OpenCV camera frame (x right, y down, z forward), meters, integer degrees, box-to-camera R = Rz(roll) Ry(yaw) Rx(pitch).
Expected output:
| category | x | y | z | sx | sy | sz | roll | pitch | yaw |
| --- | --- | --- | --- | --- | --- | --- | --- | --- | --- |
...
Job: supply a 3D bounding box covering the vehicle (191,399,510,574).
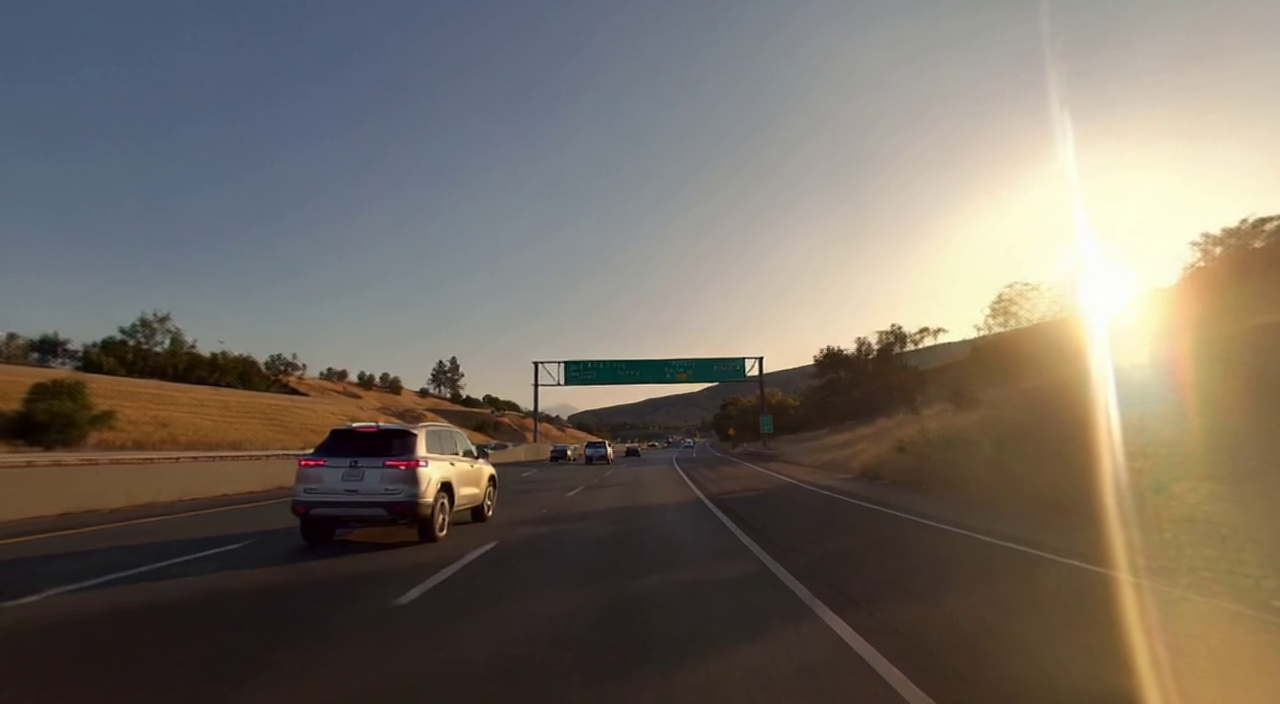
| category | x | y | z | sx | sy | sz | roll | pitch | yaw |
| --- | --- | --- | --- | --- | --- | --- | --- | --- | --- |
| vehicle | -3.590 | 1.795 | 9.181 | 2.218 | 1.848 | 4.789 | 0 | -9 | 2 |
